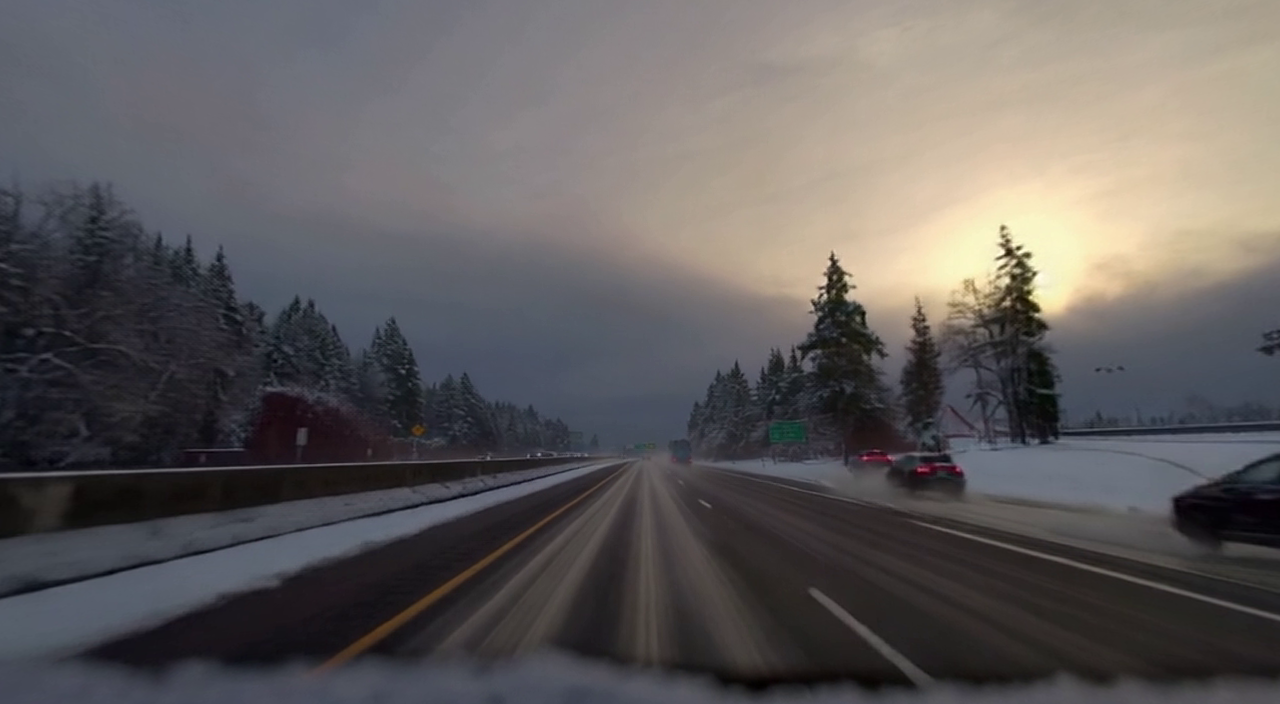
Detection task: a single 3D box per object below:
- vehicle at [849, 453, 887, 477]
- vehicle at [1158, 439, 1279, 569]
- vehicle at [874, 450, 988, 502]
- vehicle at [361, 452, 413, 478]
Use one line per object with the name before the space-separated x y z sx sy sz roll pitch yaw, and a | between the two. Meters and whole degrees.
vehicle | 15.983 7.832 44.012 2.008 1.534 3.912 -4 -10 26
vehicle | 8.415 1.677 6.747 1.907 1.495 4.517 0 -9 1
vehicle | 9.159 3.903 20.294 1.842 1.475 4.479 -1 -9 5
vehicle | -16.811 7.513 42.031 1.852 1.576 3.972 0 -9 0
